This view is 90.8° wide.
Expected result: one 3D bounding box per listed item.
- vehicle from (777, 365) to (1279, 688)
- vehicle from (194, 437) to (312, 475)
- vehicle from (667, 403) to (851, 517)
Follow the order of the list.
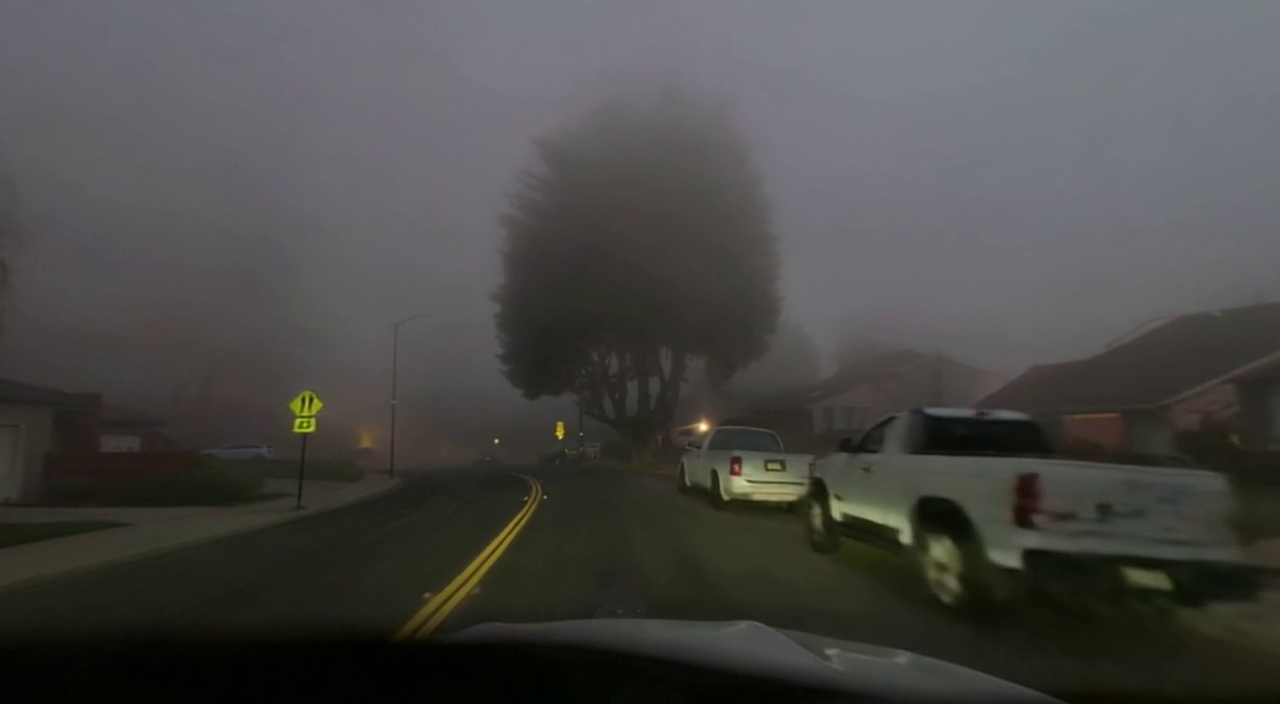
[{"bbox_3d":[2.863,1.240,5.745,1.965,1.663,4.744,0,-8,-2],"label":"vehicle"},{"bbox_3d":[-18.714,5.048,30.794,4.464,1.681,1.906,2,-9,-16],"label":"vehicle"},{"bbox_3d":[2.110,2.177,13.227,2.180,1.849,5.423,0,-8,-7],"label":"vehicle"}]
